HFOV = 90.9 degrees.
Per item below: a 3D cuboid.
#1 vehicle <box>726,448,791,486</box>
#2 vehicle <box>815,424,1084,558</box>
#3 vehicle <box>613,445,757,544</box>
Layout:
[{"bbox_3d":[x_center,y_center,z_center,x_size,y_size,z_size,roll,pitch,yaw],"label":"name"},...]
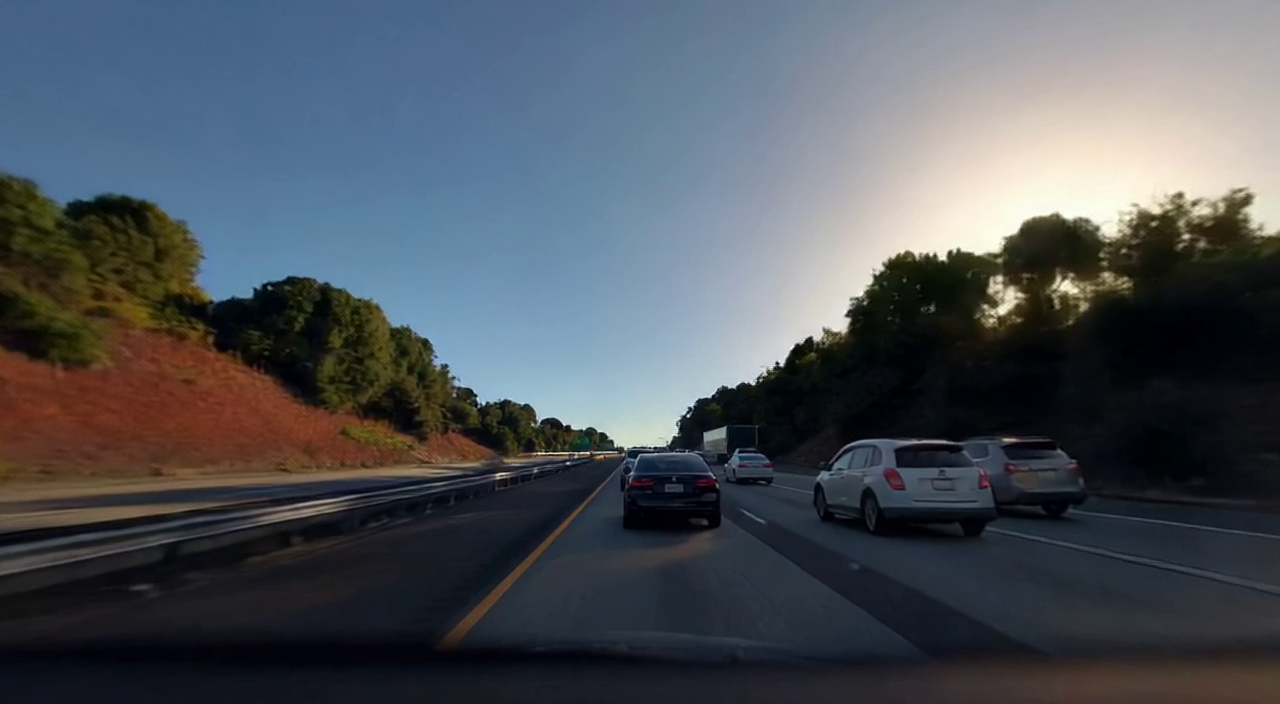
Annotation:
[{"bbox_3d":[5.077,4.997,27.637,1.908,1.500,4.157,0,-9,-2],"label":"vehicle"},{"bbox_3d":[4.578,2.123,10.345,1.998,1.657,4.604,0,-9,-1],"label":"vehicle"},{"bbox_3d":[0.631,2.381,11.131,2.094,1.426,3.725,0,-9,-1],"label":"vehicle"}]
